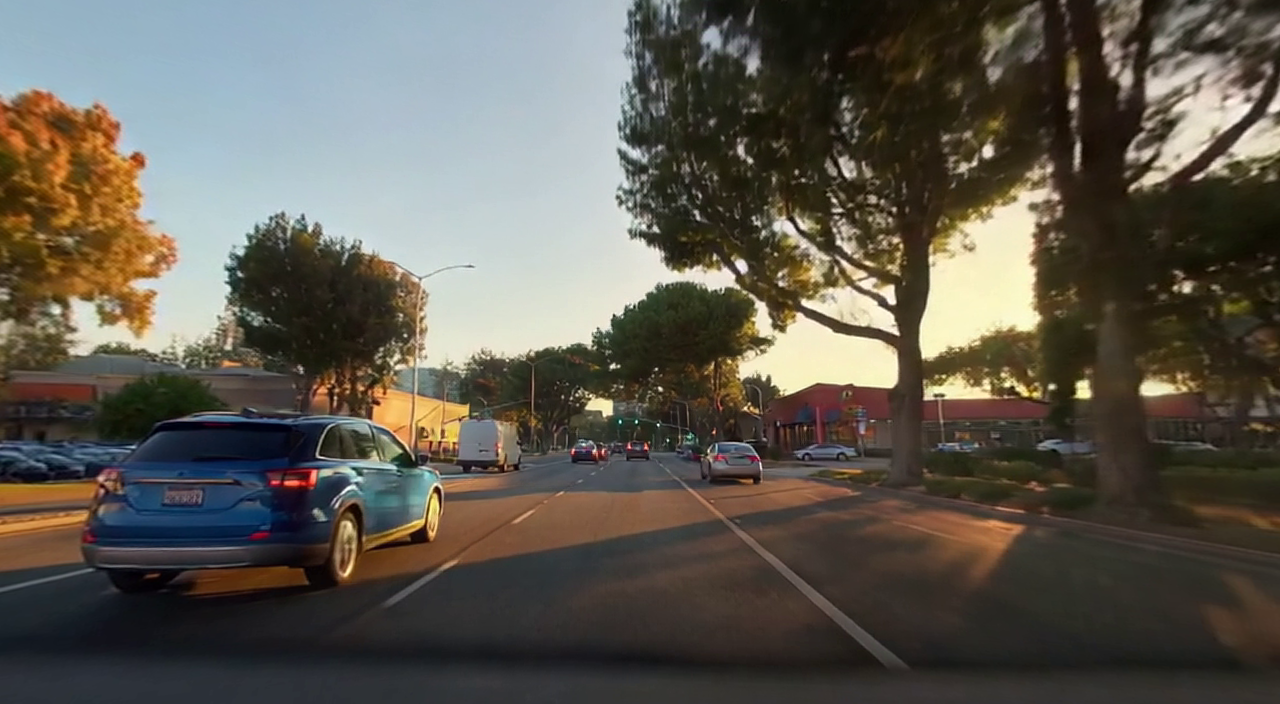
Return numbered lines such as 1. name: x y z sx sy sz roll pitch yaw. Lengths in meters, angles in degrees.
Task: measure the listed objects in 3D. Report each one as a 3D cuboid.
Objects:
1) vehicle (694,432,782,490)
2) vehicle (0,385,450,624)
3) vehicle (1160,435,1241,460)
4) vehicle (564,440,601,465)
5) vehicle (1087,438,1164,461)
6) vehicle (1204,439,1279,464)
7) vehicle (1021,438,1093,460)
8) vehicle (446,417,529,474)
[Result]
1. vehicle: 3.307 3.796 22.273 2.167 1.792 4.835 1 -9 -2
2. vehicle: -3.765 1.442 6.863 2.038 1.748 4.303 0 -9 0
3. vehicle: 38.152 6.528 42.961 1.812 1.641 3.875 1 -9 -3
4. vehicle: -4.069 7.157 45.108 2.133 1.677 4.727 0 -9 0
5. vehicle: 33.226 6.708 43.241 1.817 1.503 4.238 0 -9 -1
6. vehicle: 43.228 6.965 44.243 1.980 1.596 5.674 0 -8 1
7. vehicle: 28.109 6.549 42.579 1.760 1.431 4.343 1 -9 -2
8. vehicle: -7.706 4.856 32.679 2.863 2.592 6.410 1 -9 -2
